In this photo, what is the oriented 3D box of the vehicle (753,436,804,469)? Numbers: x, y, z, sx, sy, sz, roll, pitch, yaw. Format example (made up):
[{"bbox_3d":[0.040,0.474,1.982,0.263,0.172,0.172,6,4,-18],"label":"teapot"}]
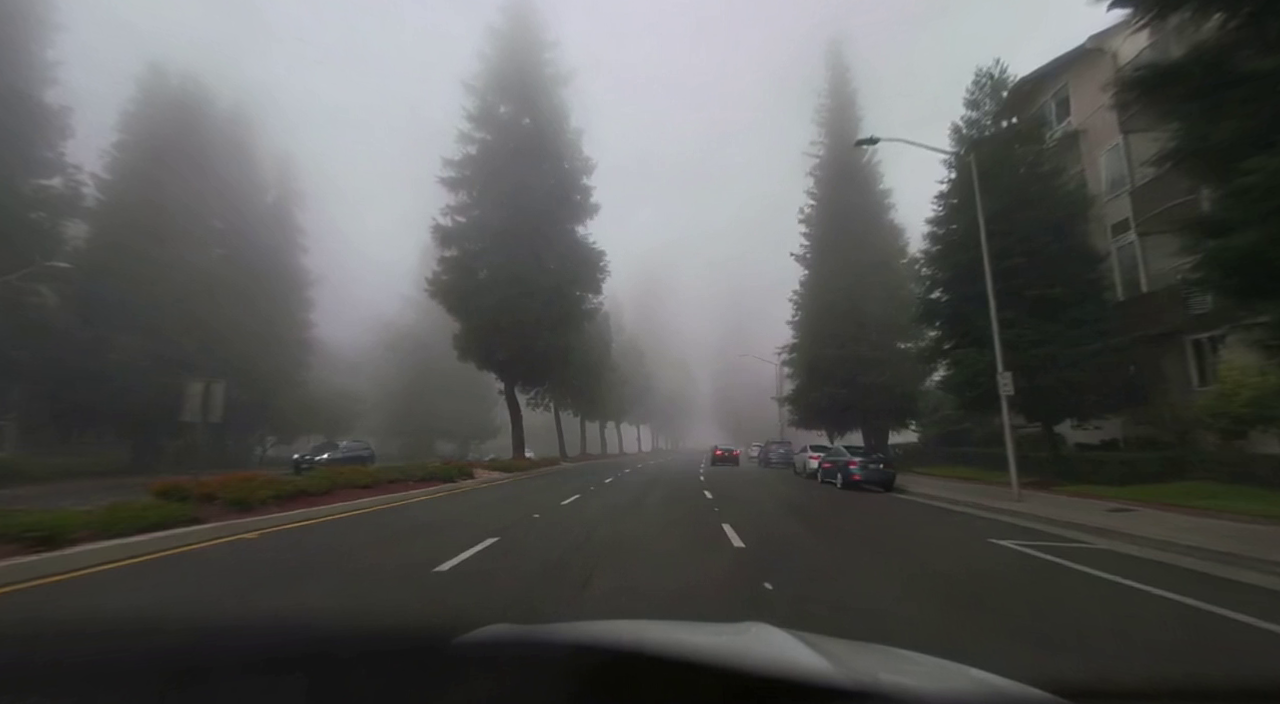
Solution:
[{"bbox_3d":[8.727,6.371,40.190,2.213,1.949,5.907,0,-8,3],"label":"vehicle"}]

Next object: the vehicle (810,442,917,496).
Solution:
[{"bbox_3d":[7.147,3.753,20.783,1.959,1.538,4.953,0,-8,3],"label":"vehicle"}]

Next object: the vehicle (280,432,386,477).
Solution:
[{"bbox_3d":[-14.486,4.872,30.190,2.049,1.933,5.586,0,-8,2],"label":"vehicle"}]

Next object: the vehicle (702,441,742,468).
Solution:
[{"bbox_3d":[4.960,6.274,38.803,2.128,1.502,4.572,0,-8,4],"label":"vehicle"}]
